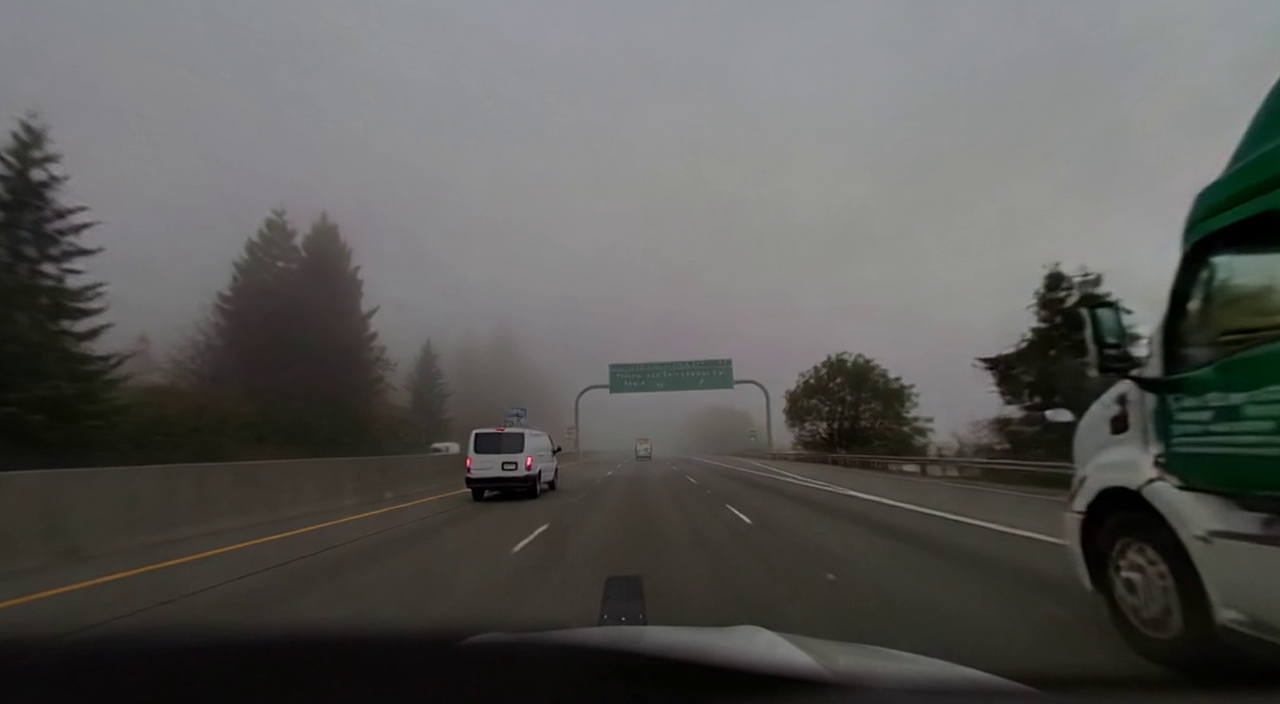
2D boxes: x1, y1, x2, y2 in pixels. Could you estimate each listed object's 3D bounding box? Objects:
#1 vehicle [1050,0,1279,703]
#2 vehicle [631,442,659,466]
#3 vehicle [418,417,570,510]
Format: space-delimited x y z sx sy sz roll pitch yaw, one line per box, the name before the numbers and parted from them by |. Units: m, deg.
vehicle | 4.150 -0.448 0.321 3.007 3.949 7.005 0 -9 0
vehicle | 0.346 7.658 47.308 2.067 1.690 3.901 0 -9 0
vehicle | -3.403 2.803 16.251 2.572 1.927 5.803 0 -9 -1
